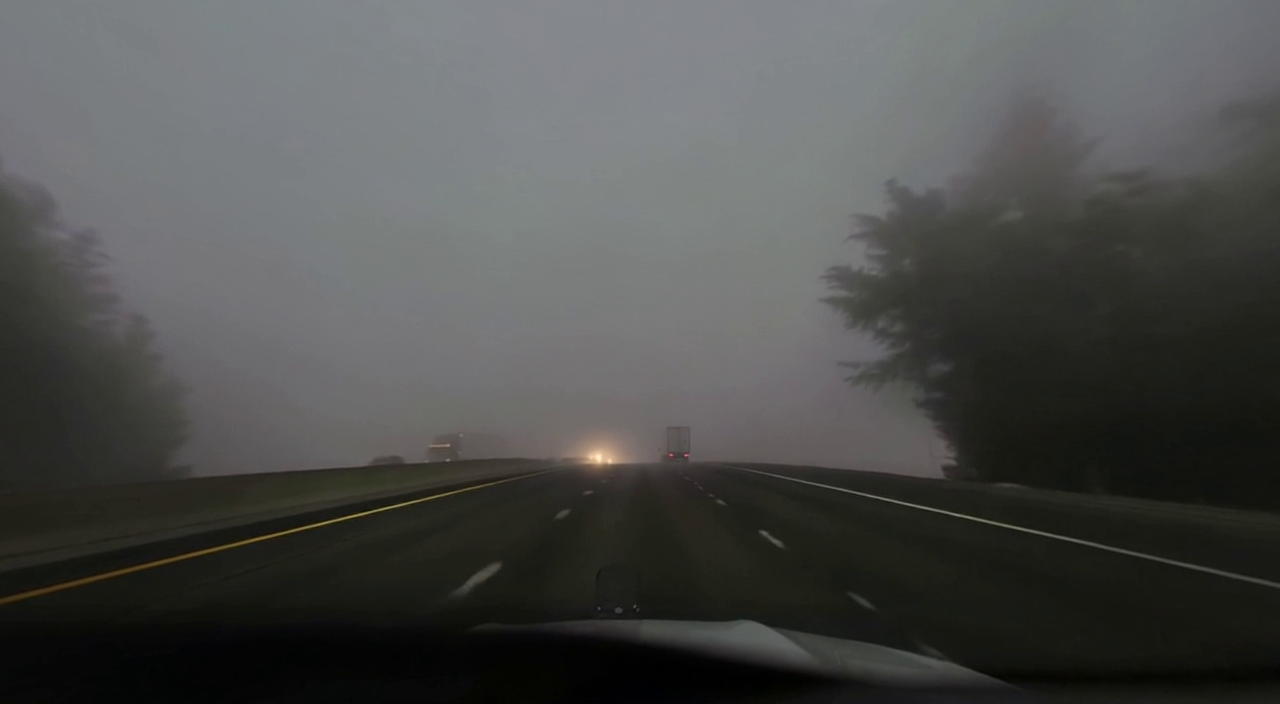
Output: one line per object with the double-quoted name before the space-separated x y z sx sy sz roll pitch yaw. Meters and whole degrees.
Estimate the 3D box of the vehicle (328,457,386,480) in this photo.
"vehicle" -19.570 8.067 43.754 1.840 1.460 4.763 0 -9 0
